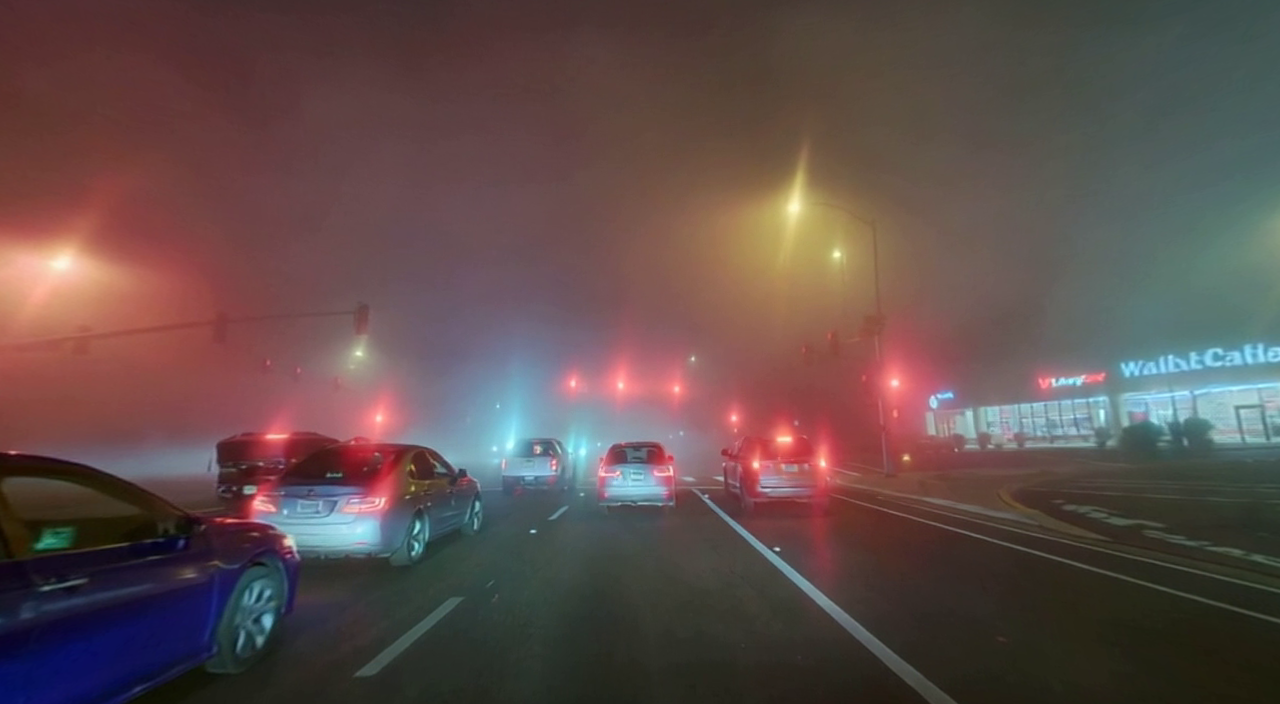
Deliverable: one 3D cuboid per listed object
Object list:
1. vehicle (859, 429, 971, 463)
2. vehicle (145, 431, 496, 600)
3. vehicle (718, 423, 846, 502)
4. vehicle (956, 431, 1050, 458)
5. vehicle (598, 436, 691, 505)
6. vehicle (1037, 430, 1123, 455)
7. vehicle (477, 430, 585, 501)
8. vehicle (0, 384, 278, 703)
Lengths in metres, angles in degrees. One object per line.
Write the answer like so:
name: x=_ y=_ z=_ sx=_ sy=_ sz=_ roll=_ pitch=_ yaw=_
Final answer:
vehicle: x=15.724 y=5.462 z=36.299 sx=5.504 sy=1.821 sz=2.173 roll=-3 pitch=-9 yaw=13
vehicle: x=-3.335 y=1.785 z=7.810 sx=2.014 sy=1.472 sz=4.357 roll=0 pitch=-9 yaw=1
vehicle: x=3.348 y=2.734 z=15.871 sx=2.076 sy=1.691 sz=4.402 roll=0 pitch=-9 yaw=-2
vehicle: x=23.353 y=5.974 z=40.673 sx=4.781 sy=1.700 sz=1.986 roll=0 pitch=-9 yaw=1
vehicle: x=0.142 y=2.913 z=15.835 sx=2.032 sy=1.499 sz=3.994 roll=0 pitch=-9 yaw=1
vehicle: x=30.588 y=6.347 z=43.857 sx=4.432 sy=1.680 sz=1.932 roll=0 pitch=-9 yaw=2
vehicle: x=-2.825 y=3.080 z=17.360 sx=2.072 sy=1.694 sz=4.070 roll=0 pitch=-9 yaw=2
vehicle: x=-3.077 y=0.698 z=0.816 sx=2.249 sy=1.517 sz=4.951 roll=0 pitch=-9 yaw=0
